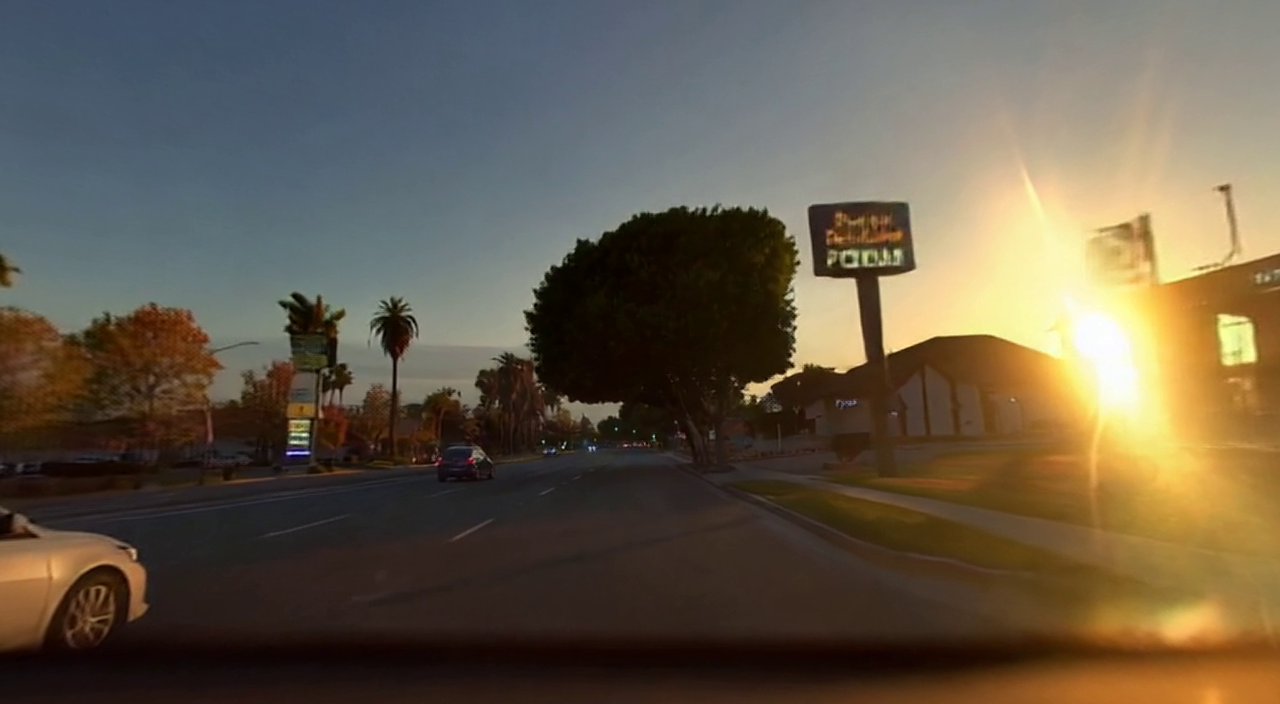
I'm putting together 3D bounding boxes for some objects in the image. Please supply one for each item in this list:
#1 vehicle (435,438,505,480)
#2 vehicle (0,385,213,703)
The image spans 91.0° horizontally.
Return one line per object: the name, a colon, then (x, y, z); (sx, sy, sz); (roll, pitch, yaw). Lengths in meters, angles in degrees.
vehicle: (-7.955, 5.026, 29.906); (2.136, 1.844, 4.363); (0, -8, -1)
vehicle: (-4.317, 0.937, 2.717); (2.041, 1.666, 4.182); (0, -8, -1)
